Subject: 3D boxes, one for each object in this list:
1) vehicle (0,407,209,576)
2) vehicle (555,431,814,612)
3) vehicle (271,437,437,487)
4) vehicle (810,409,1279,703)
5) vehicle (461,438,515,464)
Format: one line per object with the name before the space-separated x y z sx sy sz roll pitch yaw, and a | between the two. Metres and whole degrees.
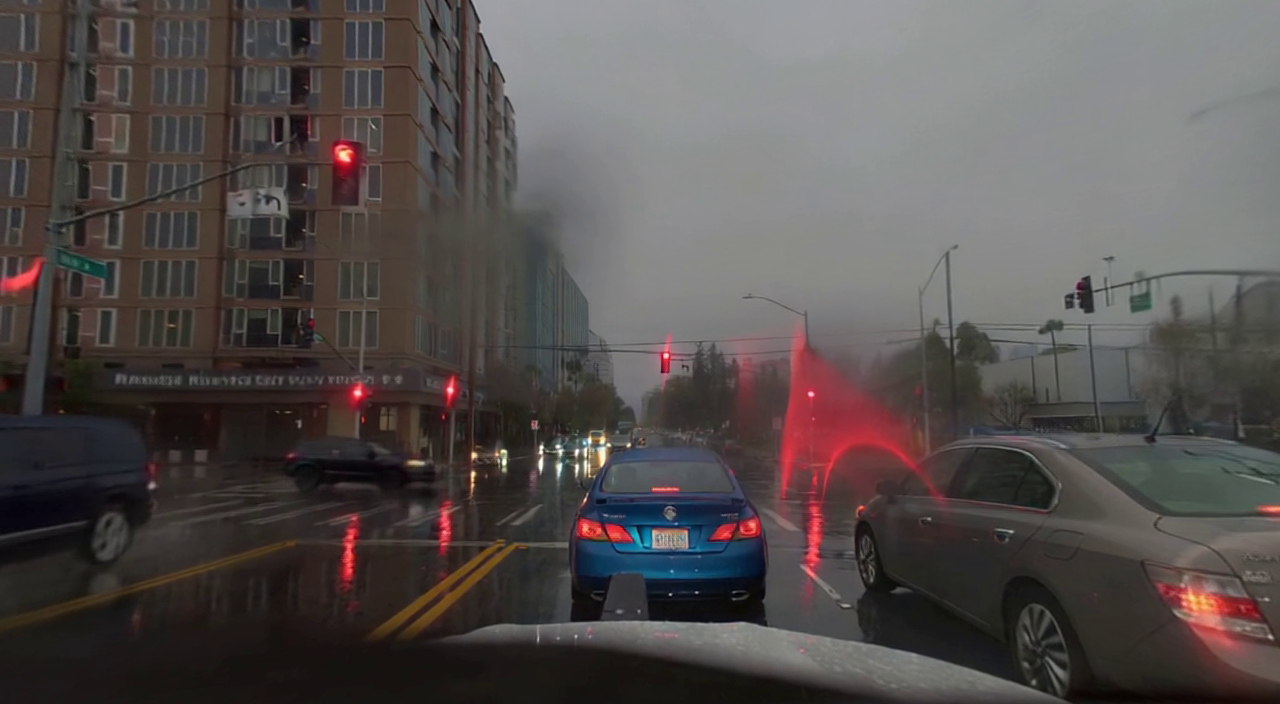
vehicle | -8.476 1.688 7.826 2.338 1.889 5.998 1 -8 -5
vehicle | 0.291 1.693 7.284 2.132 1.464 4.089 0 -8 -2
vehicle | -9.609 3.709 21.401 4.688 1.612 1.938 0 -8 2
vehicle | 2.819 1.288 4.559 1.961 1.498 4.356 0 -8 0
vehicle | -9.745 6.378 40.691 2.030 1.596 3.912 -1 -9 8
